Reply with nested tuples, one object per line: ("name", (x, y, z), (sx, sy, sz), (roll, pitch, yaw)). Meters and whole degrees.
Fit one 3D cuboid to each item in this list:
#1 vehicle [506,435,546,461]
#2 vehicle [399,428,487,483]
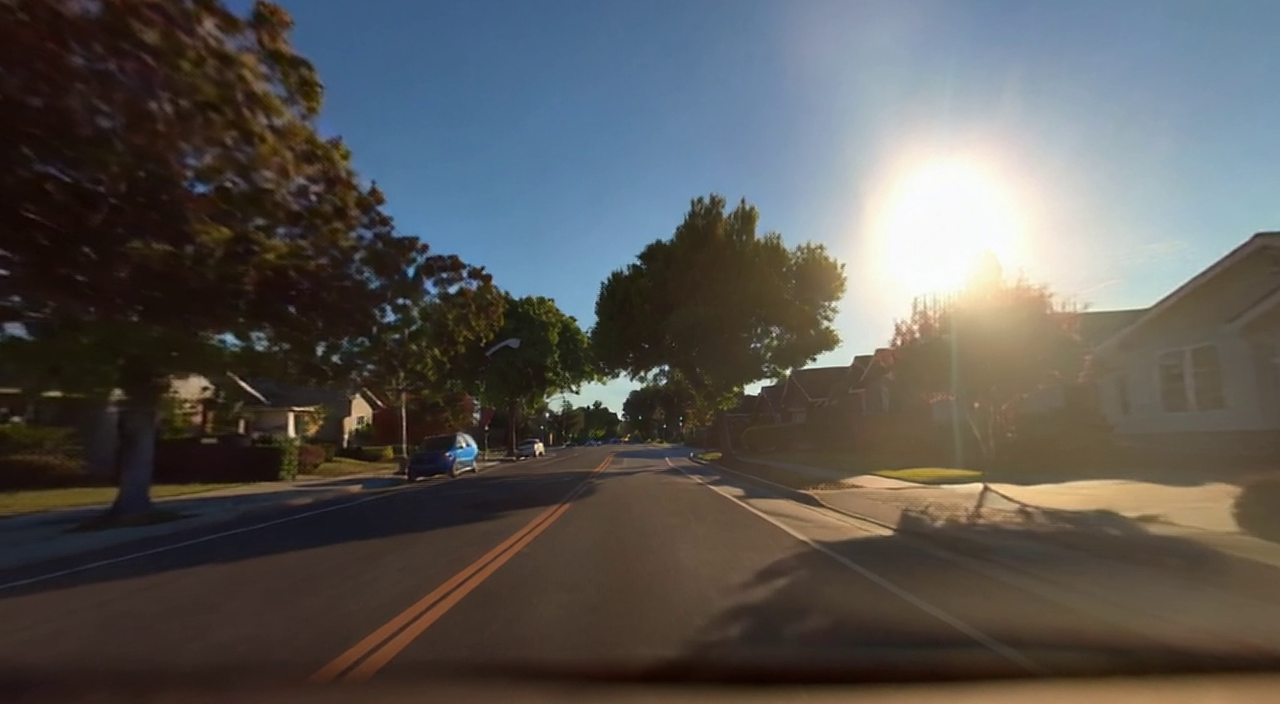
("vehicle", (-8.304, 7.025, 46.472), (2.130, 1.692, 4.544), (-2, -8, 0))
("vehicle", (-7.643, 4.026, 24.918), (2.209, 1.807, 4.432), (-3, -8, -3))
